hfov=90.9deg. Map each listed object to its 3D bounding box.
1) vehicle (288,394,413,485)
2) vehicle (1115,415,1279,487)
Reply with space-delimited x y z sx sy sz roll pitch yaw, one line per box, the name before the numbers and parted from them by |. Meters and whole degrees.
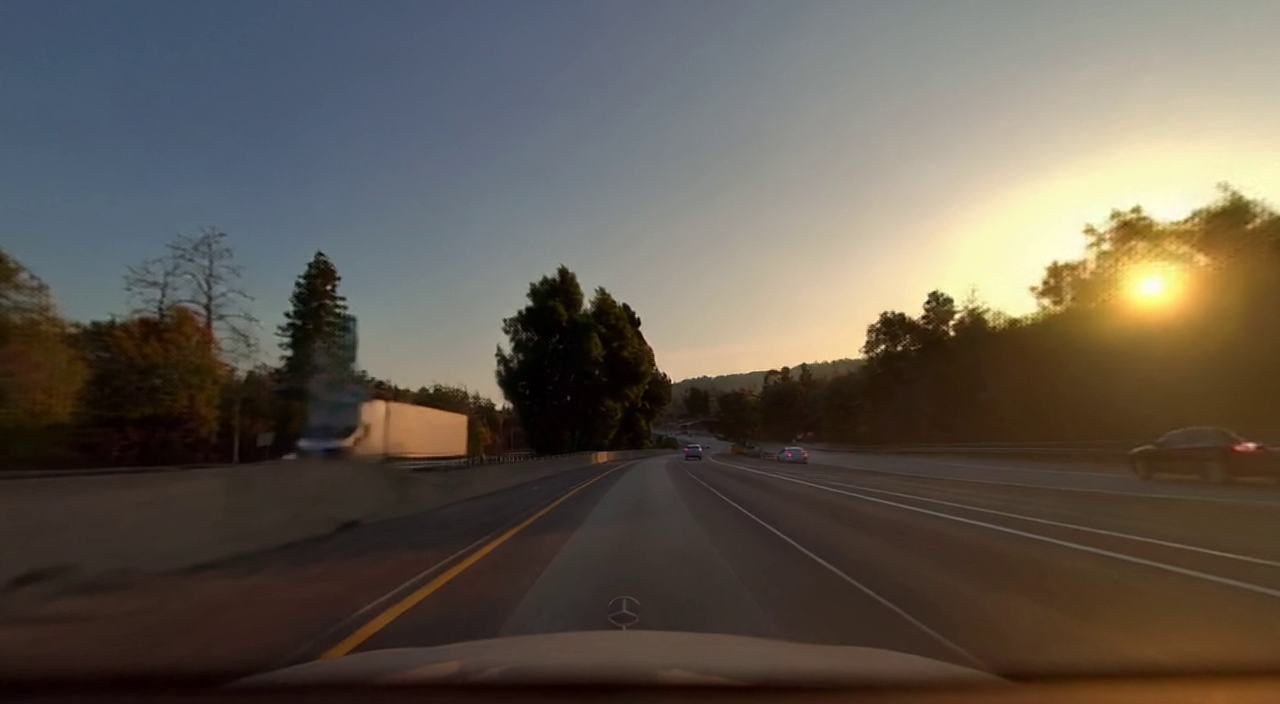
vehicle | -14.039 4.388 31.220 2.989 4.026 5.892 -1 -9 4
vehicle | 16.477 2.831 18.038 2.061 1.776 4.476 0 -9 -3
